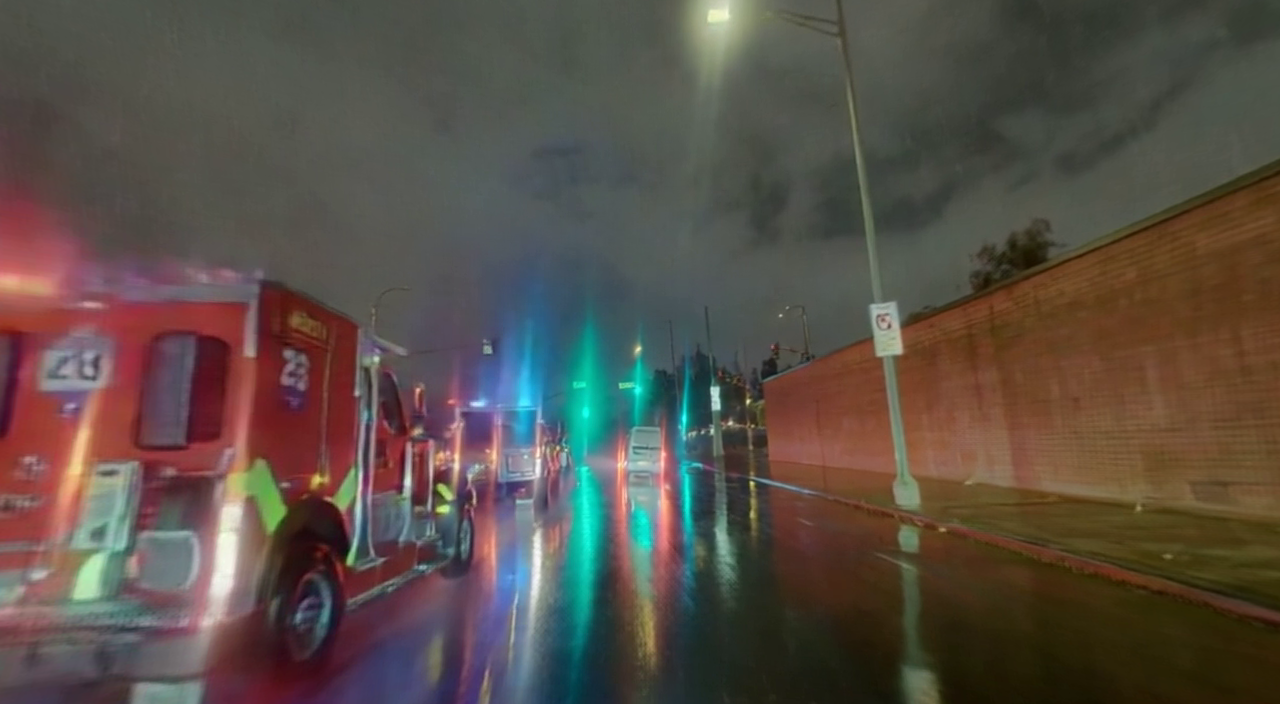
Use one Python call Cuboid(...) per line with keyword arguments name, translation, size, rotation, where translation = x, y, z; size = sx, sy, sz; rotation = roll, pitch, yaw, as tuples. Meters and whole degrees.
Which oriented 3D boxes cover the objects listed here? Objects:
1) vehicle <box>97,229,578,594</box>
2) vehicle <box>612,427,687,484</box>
Cuboid(name="vehicle", translation=(-3.558, 1.466, 12.709), size=(3.631, 3.655, 12.773), rotation=(0, -8, -1))
Cuboid(name="vehicle", translation=(0.194, 3.698, 22.854), size=(2.332, 1.831, 4.930), rotation=(1, -9, -4))
